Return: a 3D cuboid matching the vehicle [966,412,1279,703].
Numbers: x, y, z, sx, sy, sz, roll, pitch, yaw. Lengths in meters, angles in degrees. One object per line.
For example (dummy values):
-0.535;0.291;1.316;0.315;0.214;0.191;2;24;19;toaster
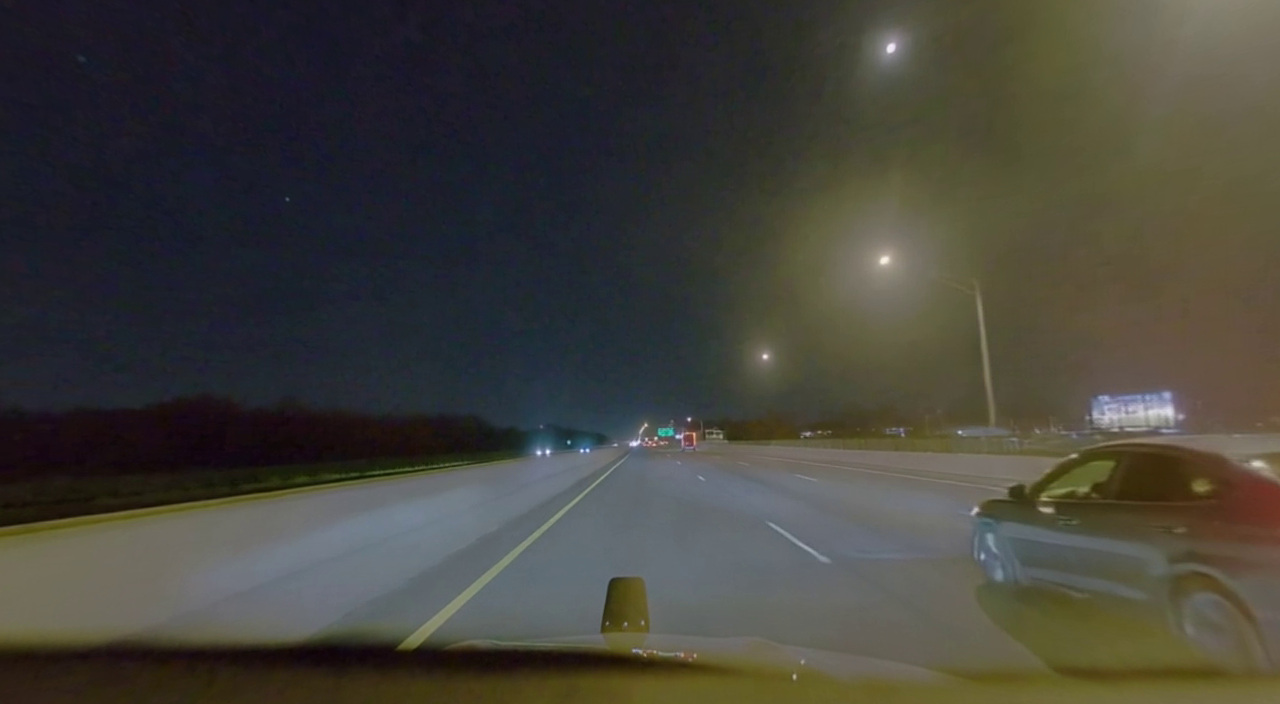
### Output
3.607;1.053;3.337;1.683;1.400;3.868;0;-8;0;vehicle
